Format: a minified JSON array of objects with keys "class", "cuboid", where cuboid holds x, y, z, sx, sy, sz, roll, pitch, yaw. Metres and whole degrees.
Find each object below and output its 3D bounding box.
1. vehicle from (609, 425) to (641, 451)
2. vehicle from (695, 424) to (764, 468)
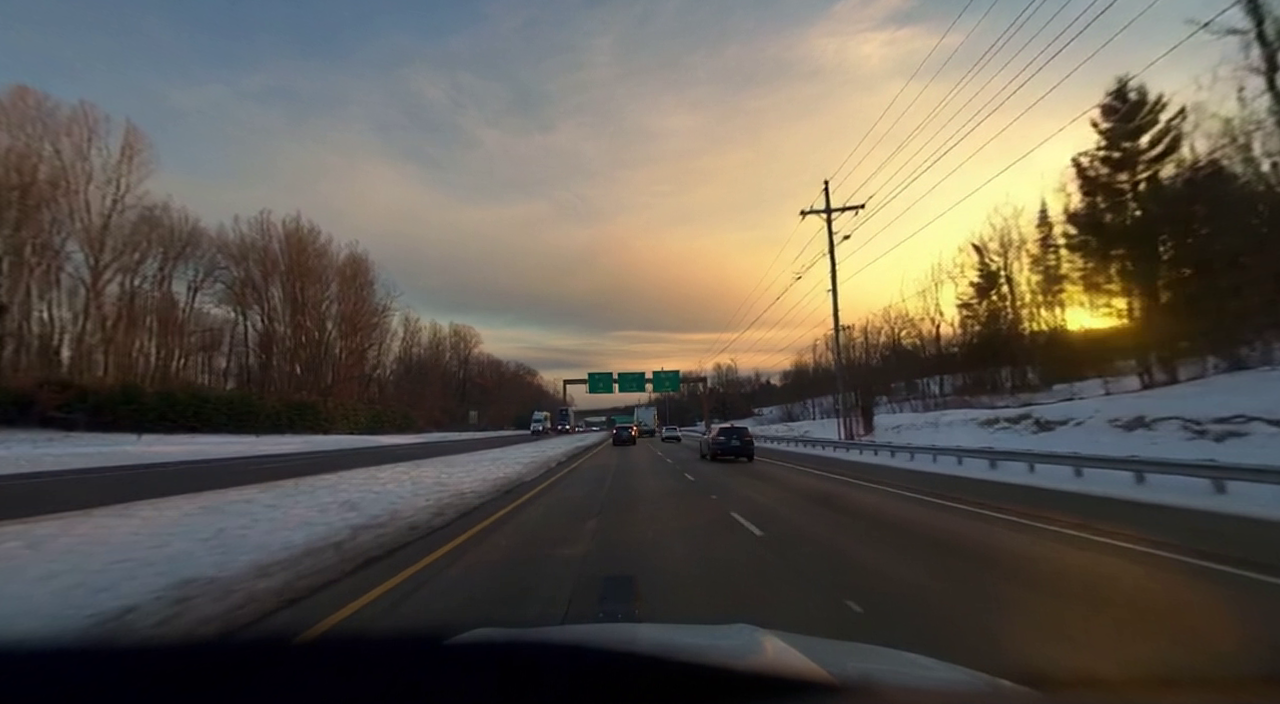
[{"class":"vehicle","cuboid":[-0.982,5.678,41.452,2.019,1.642,3.790,0,-8,-1]},{"class":"vehicle","cuboid":[3.412,3.657,24.695,2.062,1.581,3.914,0,-8,-1]}]
